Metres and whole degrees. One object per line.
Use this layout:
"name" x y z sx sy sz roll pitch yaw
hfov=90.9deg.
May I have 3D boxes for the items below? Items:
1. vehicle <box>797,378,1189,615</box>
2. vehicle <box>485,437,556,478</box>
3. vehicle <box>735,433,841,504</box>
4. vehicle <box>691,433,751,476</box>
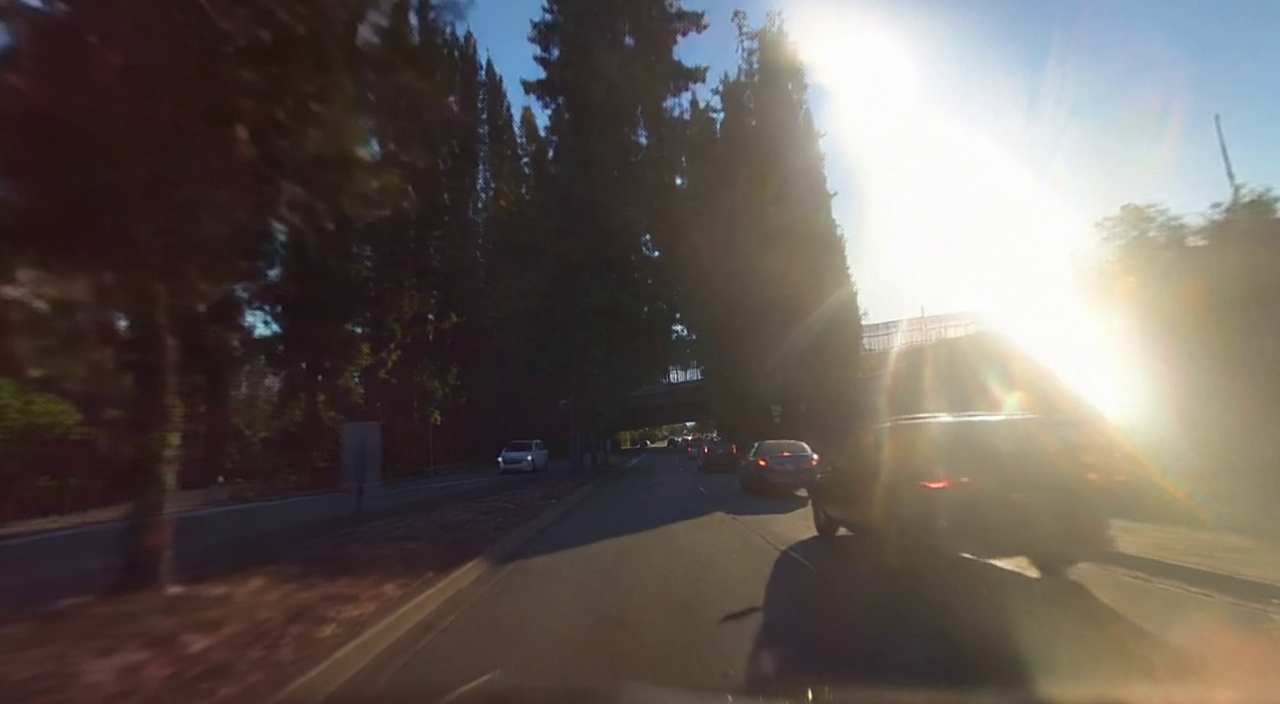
"vehicle" 3.396 1.493 7.382 1.985 1.895 4.496 0 -9 1
"vehicle" -5.915 5.290 31.789 2.089 1.860 4.704 -2 -9 8
"vehicle" 3.892 3.143 17.419 1.938 1.710 4.249 0 -9 1
"vehicle" 3.874 5.033 31.088 2.273 1.944 4.866 0 -9 0
